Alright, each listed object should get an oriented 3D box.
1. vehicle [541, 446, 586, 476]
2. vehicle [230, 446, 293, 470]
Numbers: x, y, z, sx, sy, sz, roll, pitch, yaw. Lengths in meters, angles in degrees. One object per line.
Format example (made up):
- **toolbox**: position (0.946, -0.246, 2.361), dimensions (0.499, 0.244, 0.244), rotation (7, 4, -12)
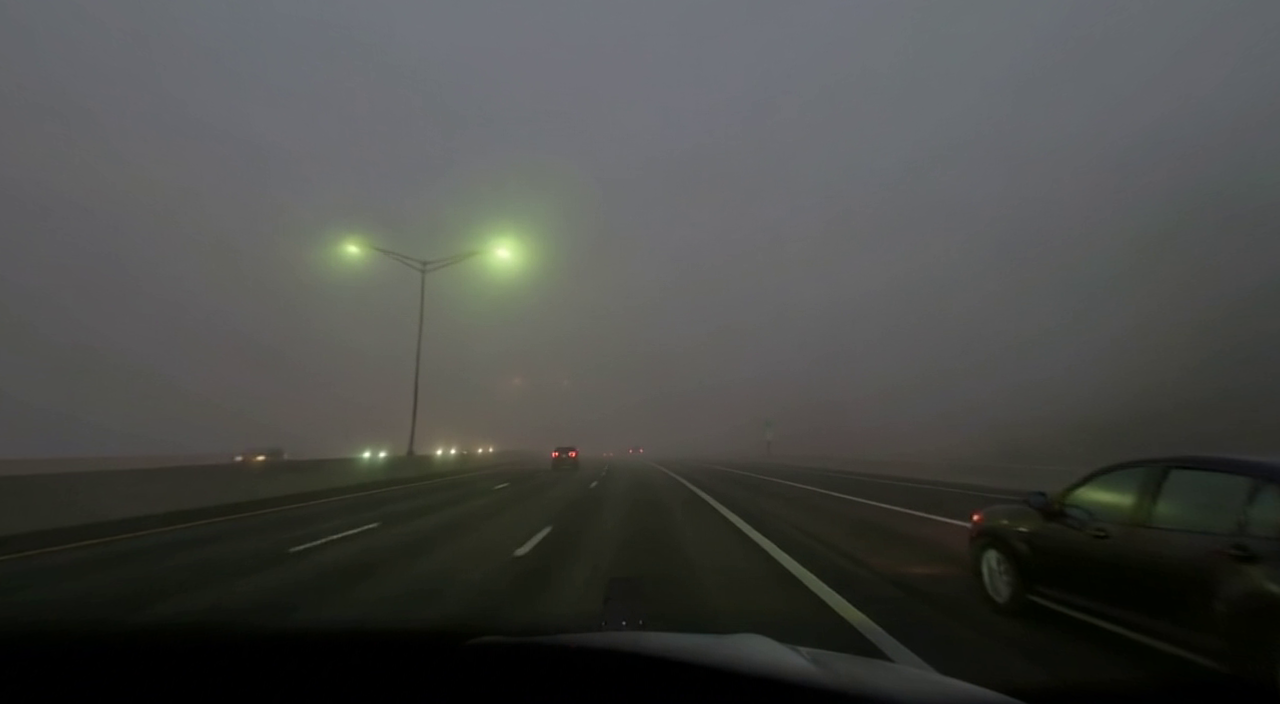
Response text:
- **vehicle**: position (-4.124, 5.943, 34.570), dimensions (2.014, 1.481, 4.156), rotation (0, -8, 0)
- **vehicle**: position (-29.388, 8.209, 49.166), dimensions (1.939, 1.723, 4.907), rotation (0, -8, -2)
